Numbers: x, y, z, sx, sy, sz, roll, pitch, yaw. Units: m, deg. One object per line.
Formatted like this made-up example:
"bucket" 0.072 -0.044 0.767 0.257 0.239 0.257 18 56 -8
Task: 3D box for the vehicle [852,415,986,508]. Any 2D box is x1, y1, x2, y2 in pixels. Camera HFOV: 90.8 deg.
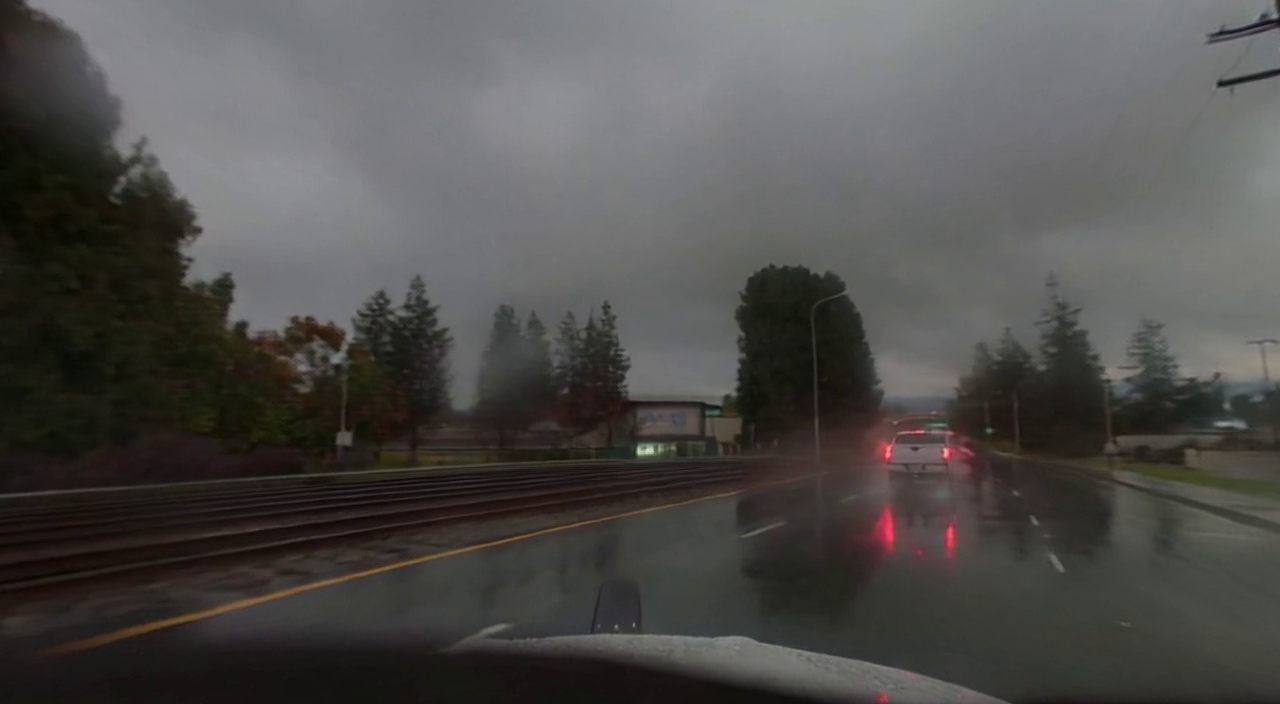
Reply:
"vehicle" 7.254 2.667 16.052 2.404 1.926 5.251 -5 -9 30
